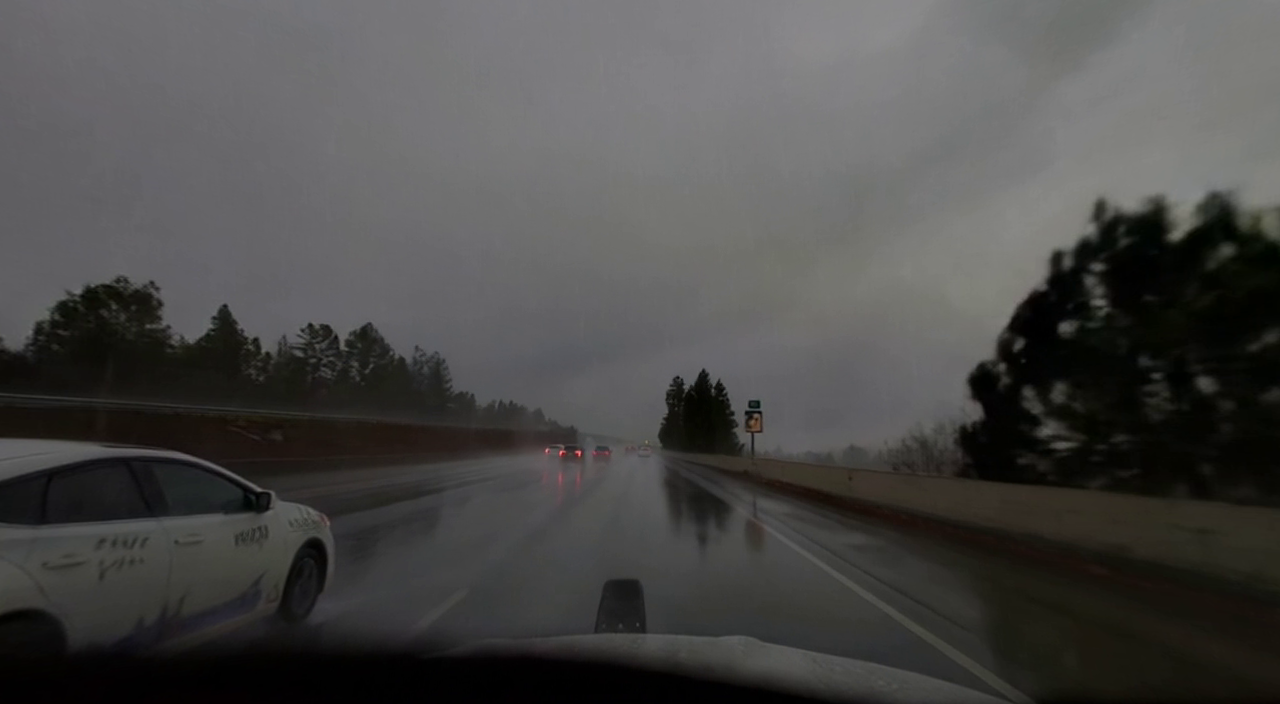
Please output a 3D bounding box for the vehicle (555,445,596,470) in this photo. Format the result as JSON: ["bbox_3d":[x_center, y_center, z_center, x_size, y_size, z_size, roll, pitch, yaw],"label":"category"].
[{"bbox_3d":[-4.017,6.658,39.957,2.120,1.458,4.031,0,-9,1],"label":"vehicle"}]

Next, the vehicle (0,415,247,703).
[{"bbox_3d":[-3.895,0.963,2.337,1.965,1.485,4.460,0,-9,0],"label":"vehicle"}]
